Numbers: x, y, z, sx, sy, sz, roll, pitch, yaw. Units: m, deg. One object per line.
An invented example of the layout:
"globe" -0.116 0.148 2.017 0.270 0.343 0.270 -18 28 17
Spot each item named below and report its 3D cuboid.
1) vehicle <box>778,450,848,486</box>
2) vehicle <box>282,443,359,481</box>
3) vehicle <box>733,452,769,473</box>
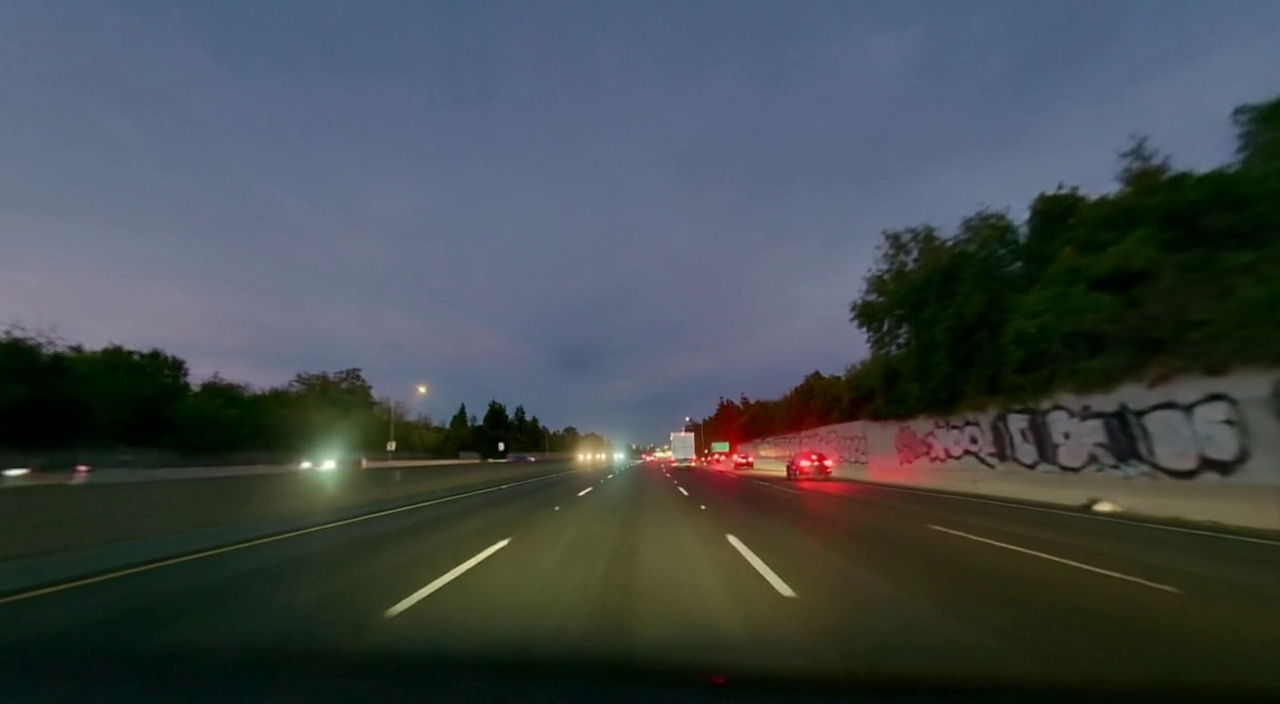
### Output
"vehicle" 7.846 5.275 29.045 1.907 1.495 4.517 0 -9 0
"vehicle" -18.923 6.539 37.574 2.077 2.106 4.613 0 -9 1
"vehicle" 8.220 8.254 47.092 1.842 1.475 4.479 0 -9 0
